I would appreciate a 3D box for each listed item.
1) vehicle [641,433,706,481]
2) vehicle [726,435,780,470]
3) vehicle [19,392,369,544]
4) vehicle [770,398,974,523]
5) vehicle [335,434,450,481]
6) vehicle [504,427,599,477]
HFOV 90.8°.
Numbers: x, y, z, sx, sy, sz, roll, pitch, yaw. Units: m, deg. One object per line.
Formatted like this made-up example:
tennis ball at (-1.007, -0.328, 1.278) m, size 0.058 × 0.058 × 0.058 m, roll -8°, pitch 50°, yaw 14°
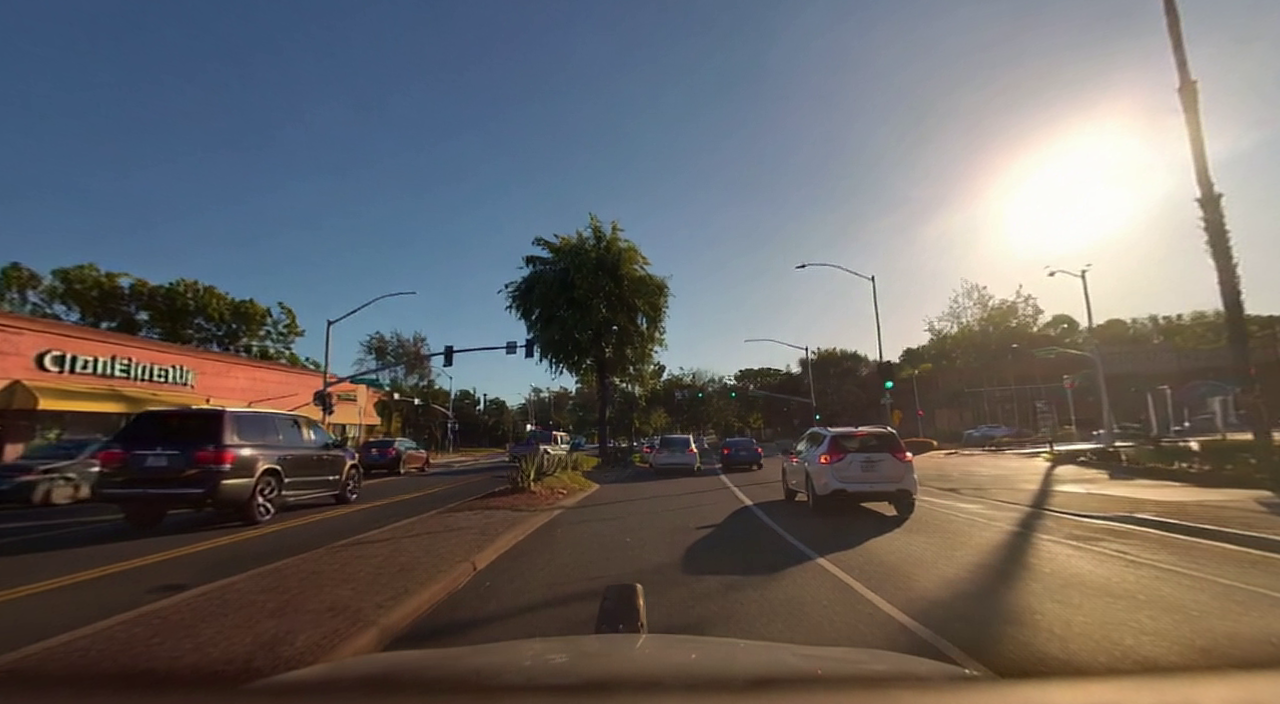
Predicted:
vehicle at (1.185, 3.603, 21.940) m, size 2.057 × 1.492 × 3.825 m, roll -1°, pitch -8°, yaw 4°
vehicle at (5.181, 4.675, 29.552) m, size 2.149 × 1.532 × 4.168 m, roll -1°, pitch -8°, yaw 5°
vehicle at (-6.600, 1.788, 10.278) m, size 2.127 × 1.888 × 4.637 m, roll -1°, pitch -8°, yaw 2°
vehicle at (4.153, 2.071, 12.506) m, size 2.267 × 1.931 × 5.145 m, roll -1°, pitch -8°, yaw 3°
vehicle at (-8.625, 3.719, 22.528) m, size 2.017 × 1.472 × 4.418 m, roll -1°, pitch -8°, yaw 5°
vehicle at (-3.293, 3.874, 24.716) m, size 2.088 × 1.746 × 4.650 m, roll -2°, pitch -9°, yaw 14°
